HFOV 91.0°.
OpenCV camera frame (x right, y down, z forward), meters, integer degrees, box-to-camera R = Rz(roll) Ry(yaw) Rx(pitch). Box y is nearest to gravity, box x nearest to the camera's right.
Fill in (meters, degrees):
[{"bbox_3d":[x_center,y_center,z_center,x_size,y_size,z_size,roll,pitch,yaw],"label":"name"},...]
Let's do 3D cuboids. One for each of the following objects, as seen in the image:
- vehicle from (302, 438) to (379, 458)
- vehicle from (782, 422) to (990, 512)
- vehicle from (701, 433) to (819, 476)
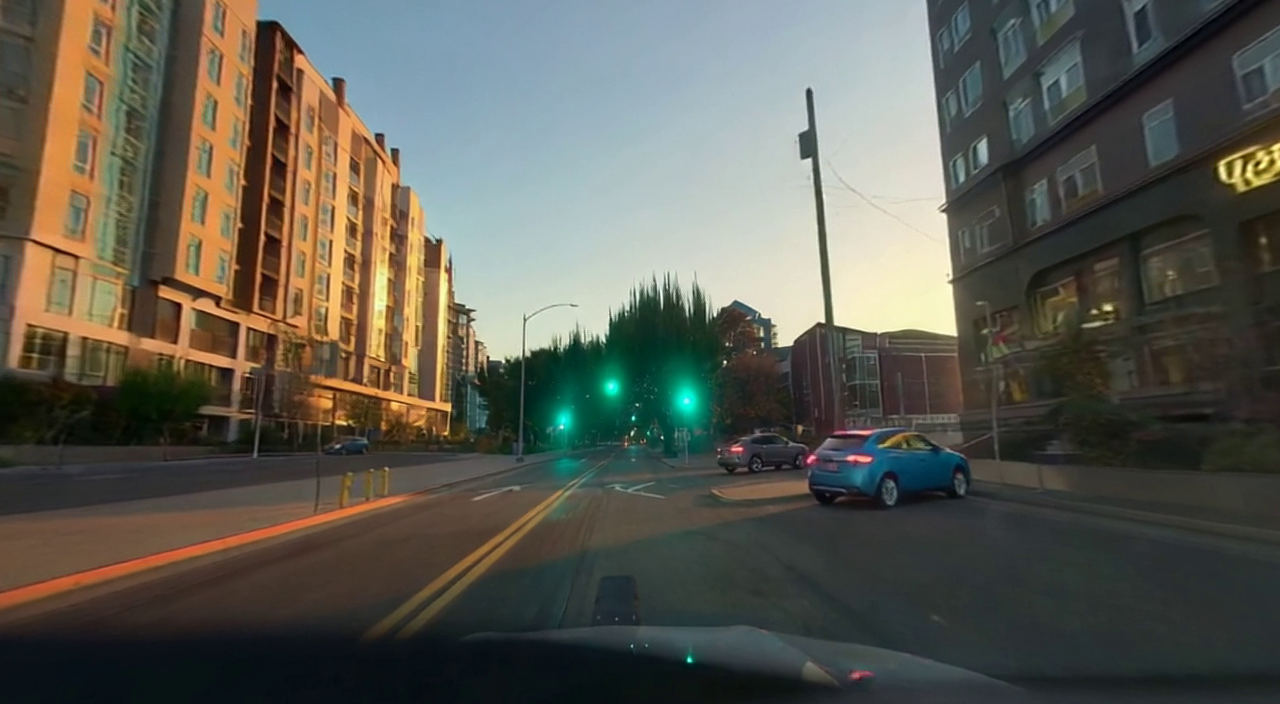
[{"bbox_3d":[-19.612,6.294,41.464,2.660,1.211,4.739,-1,-8,2],"label":"vehicle"},{"bbox_3d":[4.926,2.194,12.542,3.844,1.524,1.847,4,-9,-32],"label":"vehicle"},{"bbox_3d":[4.610,3.889,24.247,4.033,1.514,1.974,3,-9,-24],"label":"vehicle"}]
